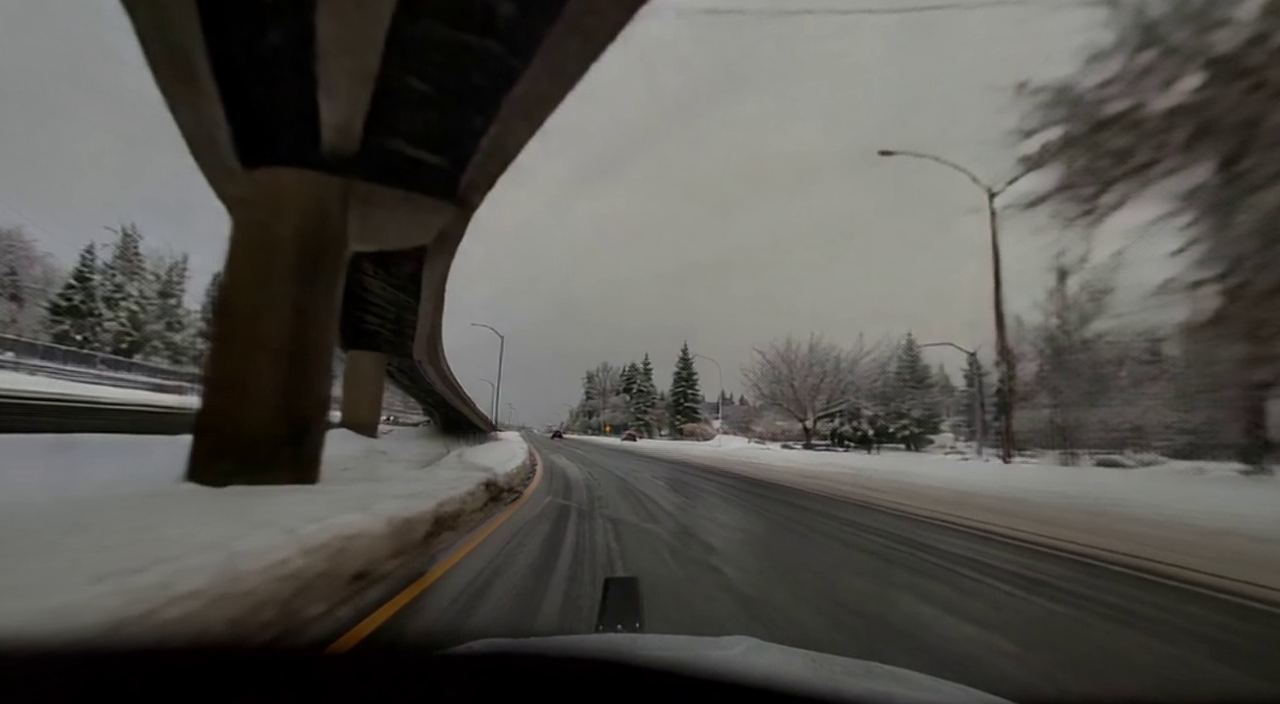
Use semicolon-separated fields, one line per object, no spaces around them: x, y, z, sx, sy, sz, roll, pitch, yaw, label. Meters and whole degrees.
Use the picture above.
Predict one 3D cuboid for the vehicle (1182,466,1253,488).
43.653;9.416;47.747;4.465;1.431;1.959;3;-9;-20;vehicle
